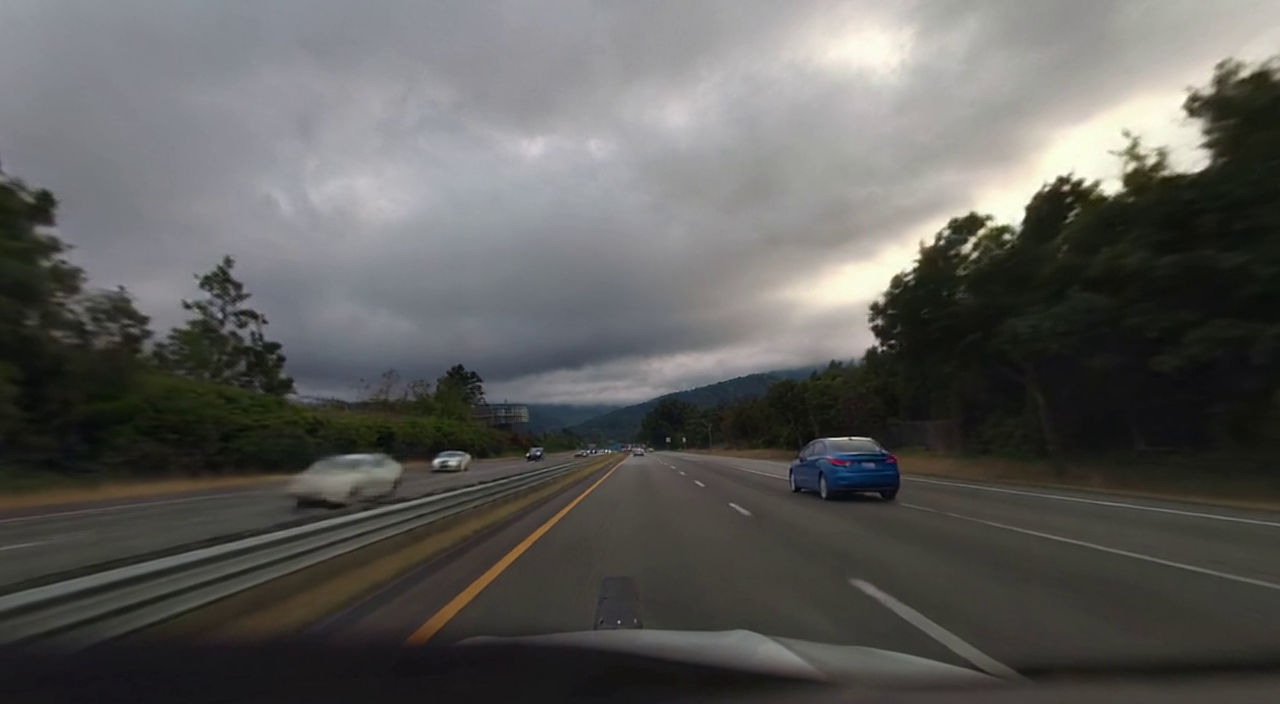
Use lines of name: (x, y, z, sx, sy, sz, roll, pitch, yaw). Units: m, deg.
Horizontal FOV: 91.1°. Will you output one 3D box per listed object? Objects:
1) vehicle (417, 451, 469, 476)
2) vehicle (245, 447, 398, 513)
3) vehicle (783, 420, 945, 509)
vehicle: (-12.953, 7.333, 41.617, 1.944, 1.474, 4.503, 0, -9, 0)
vehicle: (-8.607, 3.453, 17.530, 1.912, 1.549, 4.435, 0, -9, 0)
vehicle: (5.110, 2.656, 15.181, 2.117, 1.783, 4.627, 0, -9, -1)
